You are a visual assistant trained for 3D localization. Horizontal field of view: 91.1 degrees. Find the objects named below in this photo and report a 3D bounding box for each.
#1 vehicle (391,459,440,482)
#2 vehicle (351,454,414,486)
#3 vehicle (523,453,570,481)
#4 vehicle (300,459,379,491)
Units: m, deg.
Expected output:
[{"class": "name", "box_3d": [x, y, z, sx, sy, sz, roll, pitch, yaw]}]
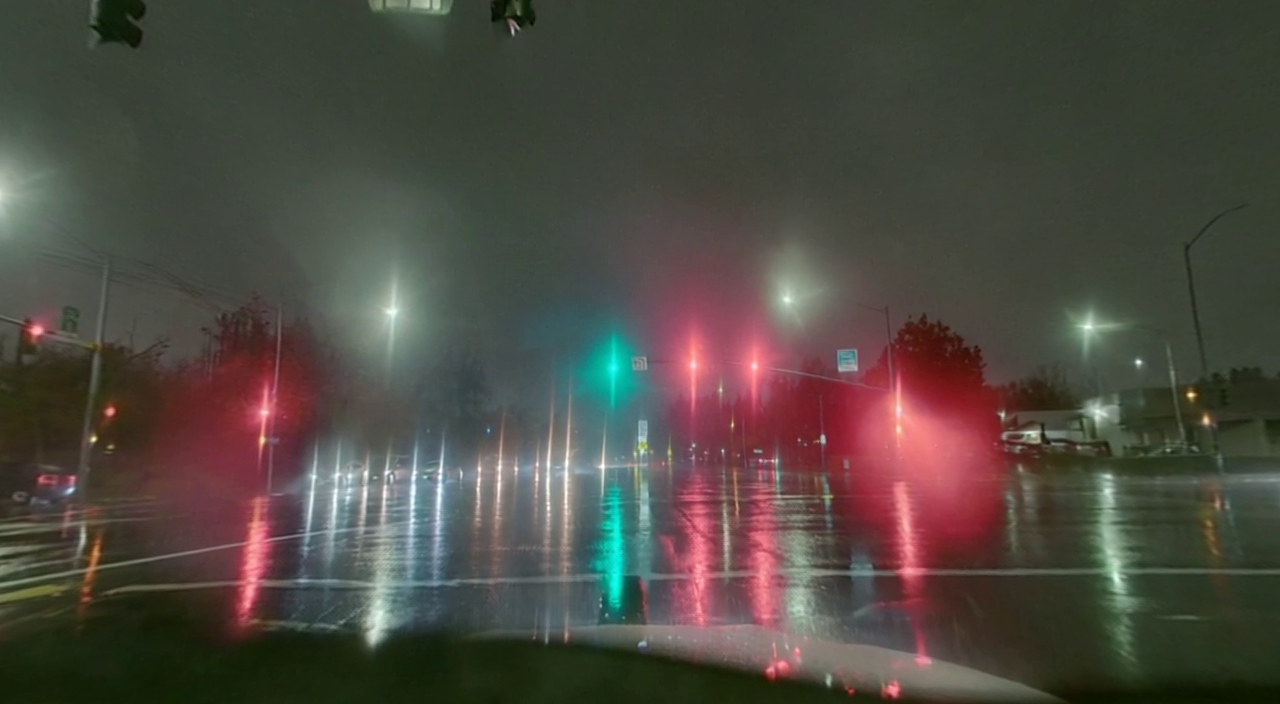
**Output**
[{"class": "vehicle", "box_3d": [-16.182, 8.510, 45.437, 1.804, 1.486, 4.625, 0, -9, 1]}, {"class": "vehicle", "box_3d": [-16.220, 7.412, 39.843, 1.960, 1.819, 5.018, 0, -9, -2]}, {"class": "vehicle", "box_3d": [-5.483, 6.805, 37.391, 2.154, 1.501, 4.416, 0, -9, 0]}, {"class": "vehicle", "box_3d": [-16.102, 6.606, 33.961, 2.055, 1.506, 4.663, 0, -9, -1]}]
